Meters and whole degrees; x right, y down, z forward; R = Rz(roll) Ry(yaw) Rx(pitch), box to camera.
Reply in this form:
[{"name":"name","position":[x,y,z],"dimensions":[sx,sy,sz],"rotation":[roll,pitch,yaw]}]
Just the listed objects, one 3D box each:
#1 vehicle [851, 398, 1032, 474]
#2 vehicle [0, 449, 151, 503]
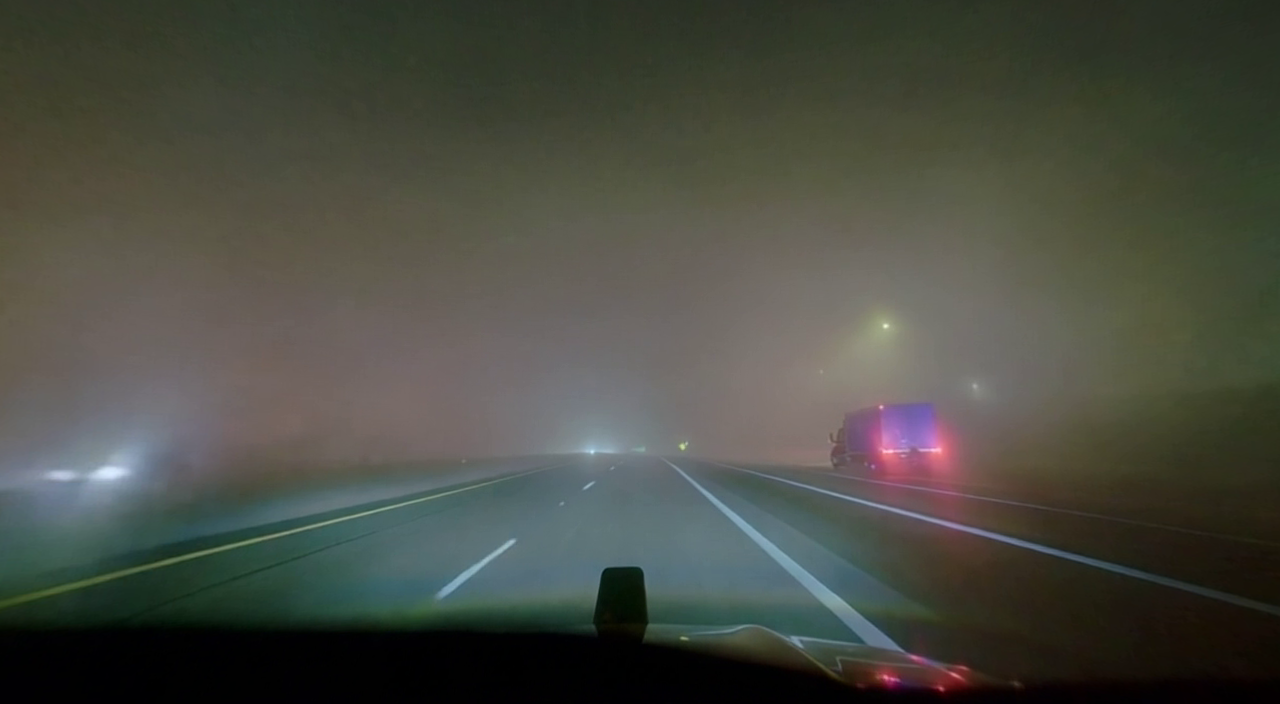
[{"name":"vehicle","position":[19.548,5.869,43.364],"dimensions":[3.395,4.178,16.548],"rotation":[0,-8,-4]},{"name":"vehicle","position":[-18.166,3.792,19.815],"dimensions":[1.863,1.442,4.538],"rotation":[0,-8,1]}]
